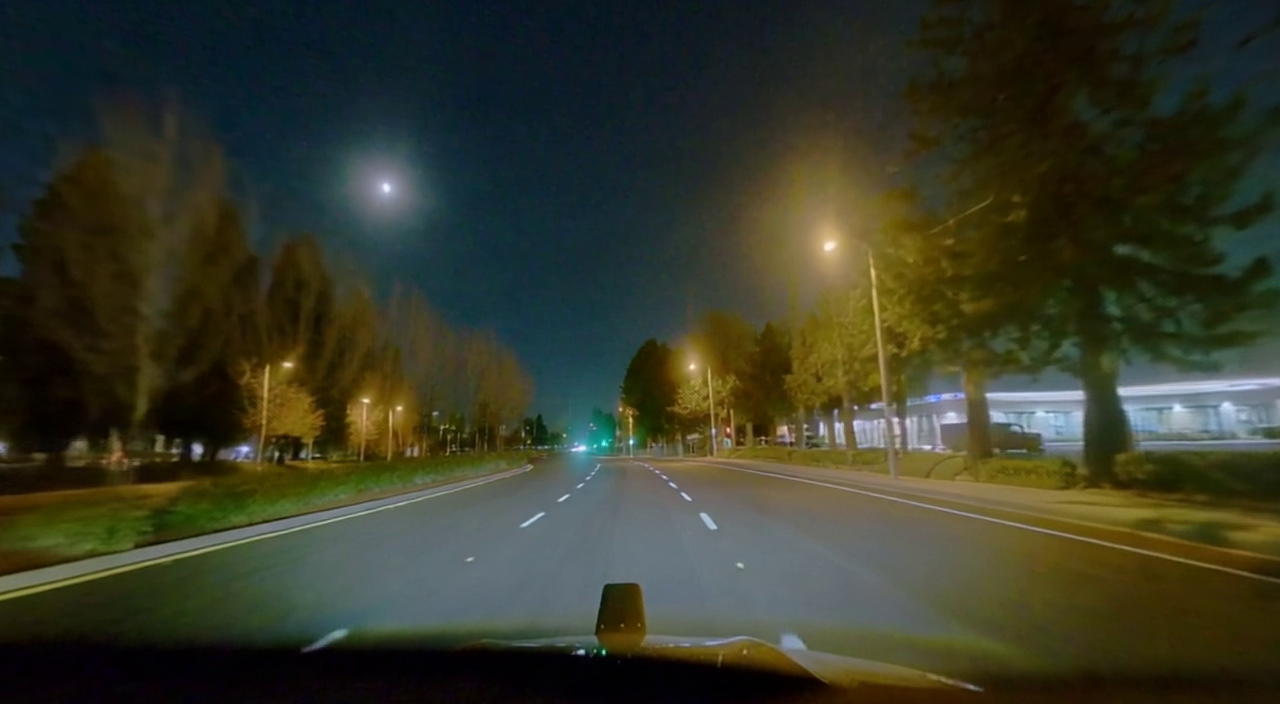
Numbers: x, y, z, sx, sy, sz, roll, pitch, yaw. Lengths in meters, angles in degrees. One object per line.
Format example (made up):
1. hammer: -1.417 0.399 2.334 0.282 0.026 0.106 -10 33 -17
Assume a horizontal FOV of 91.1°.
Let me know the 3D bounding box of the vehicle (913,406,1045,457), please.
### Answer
1. vehicle: 22.616 5.401 42.127 7.144 3.248 2.873 1 -9 -4
